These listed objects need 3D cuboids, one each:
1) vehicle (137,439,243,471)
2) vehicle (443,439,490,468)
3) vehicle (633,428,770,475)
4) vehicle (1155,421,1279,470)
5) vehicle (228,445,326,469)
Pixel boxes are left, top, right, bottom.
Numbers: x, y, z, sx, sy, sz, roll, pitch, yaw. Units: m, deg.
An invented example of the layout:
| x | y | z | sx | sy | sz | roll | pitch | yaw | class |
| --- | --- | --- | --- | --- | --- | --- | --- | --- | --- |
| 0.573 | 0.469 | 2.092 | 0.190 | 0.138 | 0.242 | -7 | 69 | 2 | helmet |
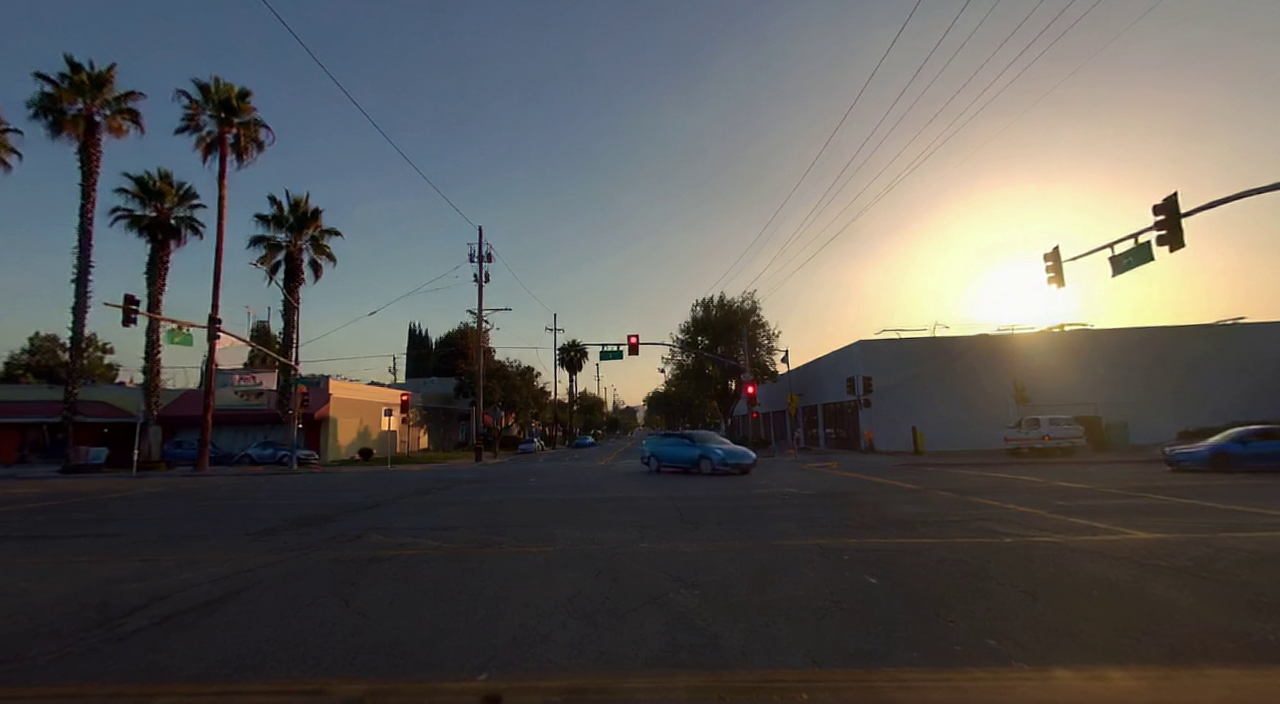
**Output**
| x | y | z | sx | sy | sz | roll | pitch | yaw | class |
| --- | --- | --- | --- | --- | --- | --- | --- | --- | --- |
| -25.889 | 5.931 | 36.469 | 4.613 | 1.820 | 2.021 | -1 | -9 | 3 | vehicle |
| -11.936 | 6.998 | 43.749 | 2.016 | 1.717 | 4.287 | -1 | -6 | 1 | vehicle |
| 2.043 | 3.557 | 22.785 | 2.223 | 1.490 | 5.094 | 5 | -10 | -32 | vehicle |
| 20.035 | 3.007 | 20.356 | 4.918 | 1.479 | 1.897 | -1 | -9 | 9 | vehicle |
| -22.276 | 6.433 | 38.857 | 4.849 | 1.444 | 1.881 | 0 | -8 | 1 | vehicle |
